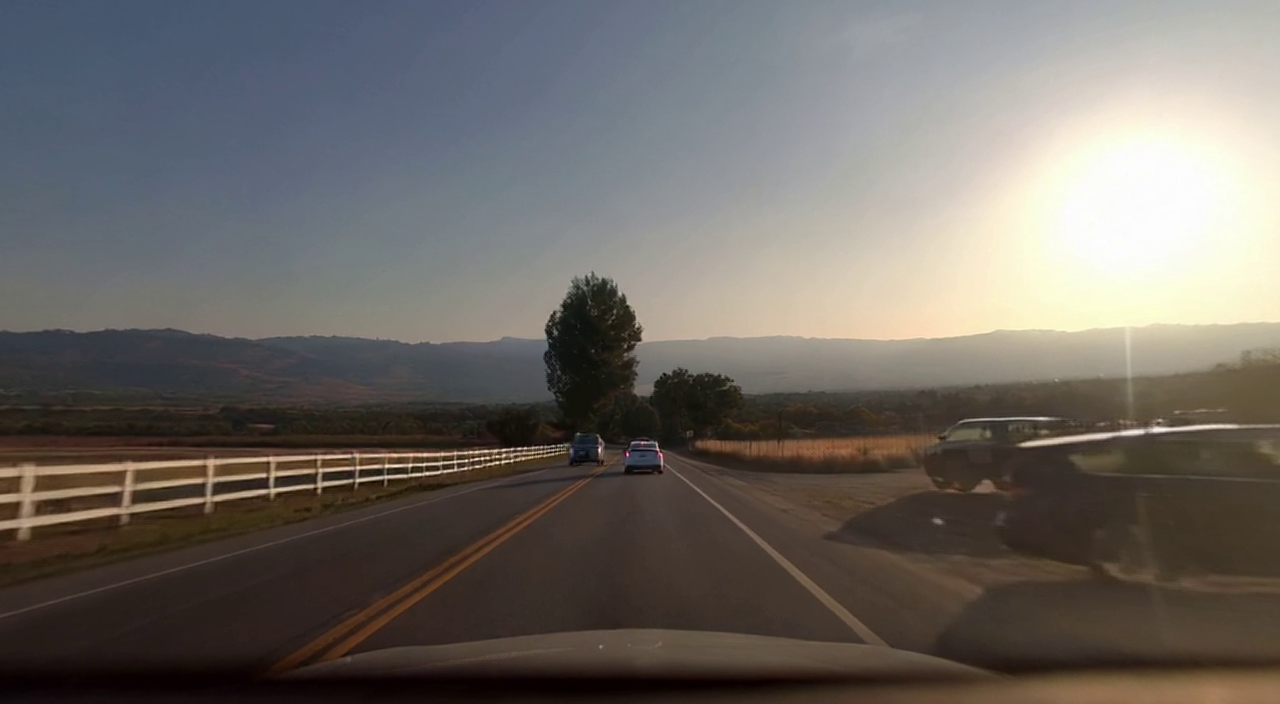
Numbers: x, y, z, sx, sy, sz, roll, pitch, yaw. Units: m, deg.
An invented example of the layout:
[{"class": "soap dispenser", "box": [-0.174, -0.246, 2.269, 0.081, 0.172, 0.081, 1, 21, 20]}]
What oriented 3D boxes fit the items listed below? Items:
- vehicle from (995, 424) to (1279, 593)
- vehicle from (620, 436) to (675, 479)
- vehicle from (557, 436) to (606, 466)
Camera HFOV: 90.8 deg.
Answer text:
[{"class": "vehicle", "box": [6.694, 1.520, 6.483, 4.979, 1.503, 2.010, -3, -9, 20]}, {"class": "vehicle", "box": [0.295, 4.457, 26.884, 2.158, 1.669, 4.006, 0, -8, 1]}, {"class": "vehicle", "box": [-4.285, 7.467, 47.898, 2.906, 2.116, 6.952, 0, -8, 1]}]
